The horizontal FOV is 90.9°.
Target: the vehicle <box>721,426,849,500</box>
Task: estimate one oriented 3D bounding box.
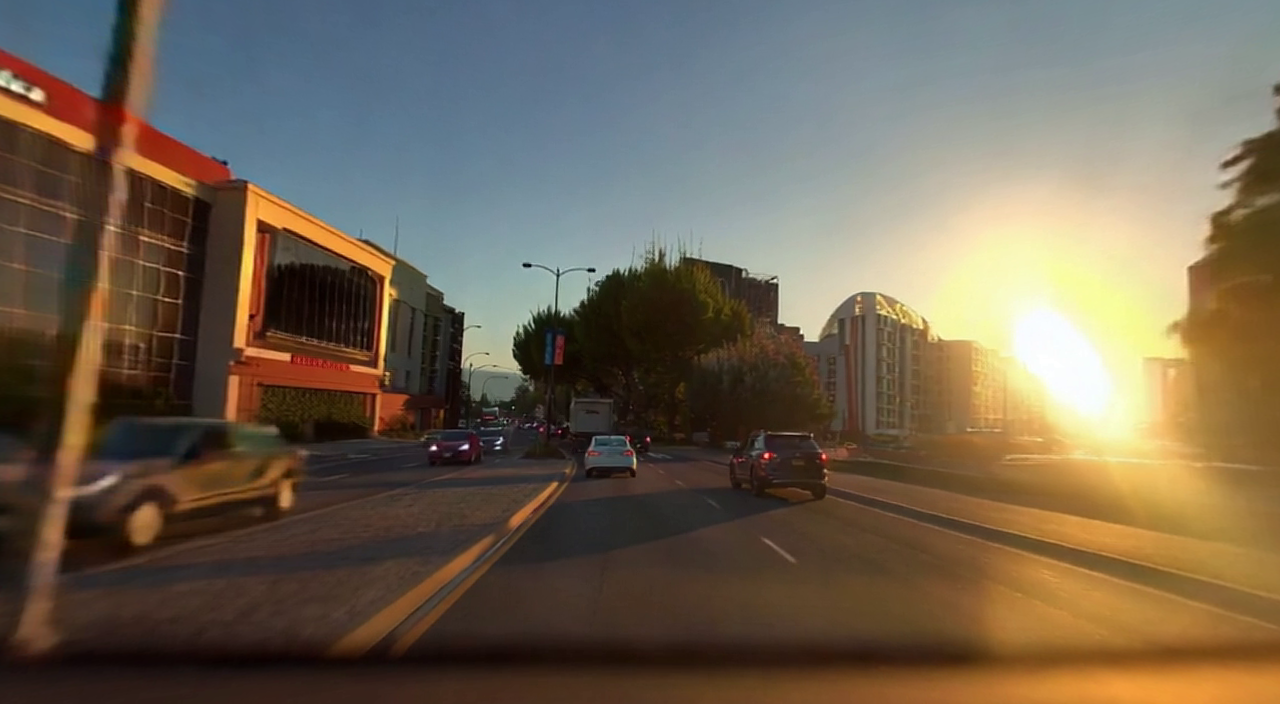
[{"bbox_3d":[3.257,2.555,14.978,1.889,1.480,3.876,1,-8,-4],"label":"vehicle"}]

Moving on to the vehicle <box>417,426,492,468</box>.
[{"bbox_3d":[-7.342,3.792,25.418,2.007,1.532,4.266,1,-8,-4],"label":"vehicle"}]

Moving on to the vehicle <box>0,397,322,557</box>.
[{"bbox_3d":[-6.290,1.550,8.526,1.966,1.616,4.038,1,-8,-3],"label":"vehicle"}]

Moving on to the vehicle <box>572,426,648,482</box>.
[{"bbox_3d":[-0.938,2.945,18.491,1.991,1.472,3.518,1,-8,-4],"label":"vehicle"}]
